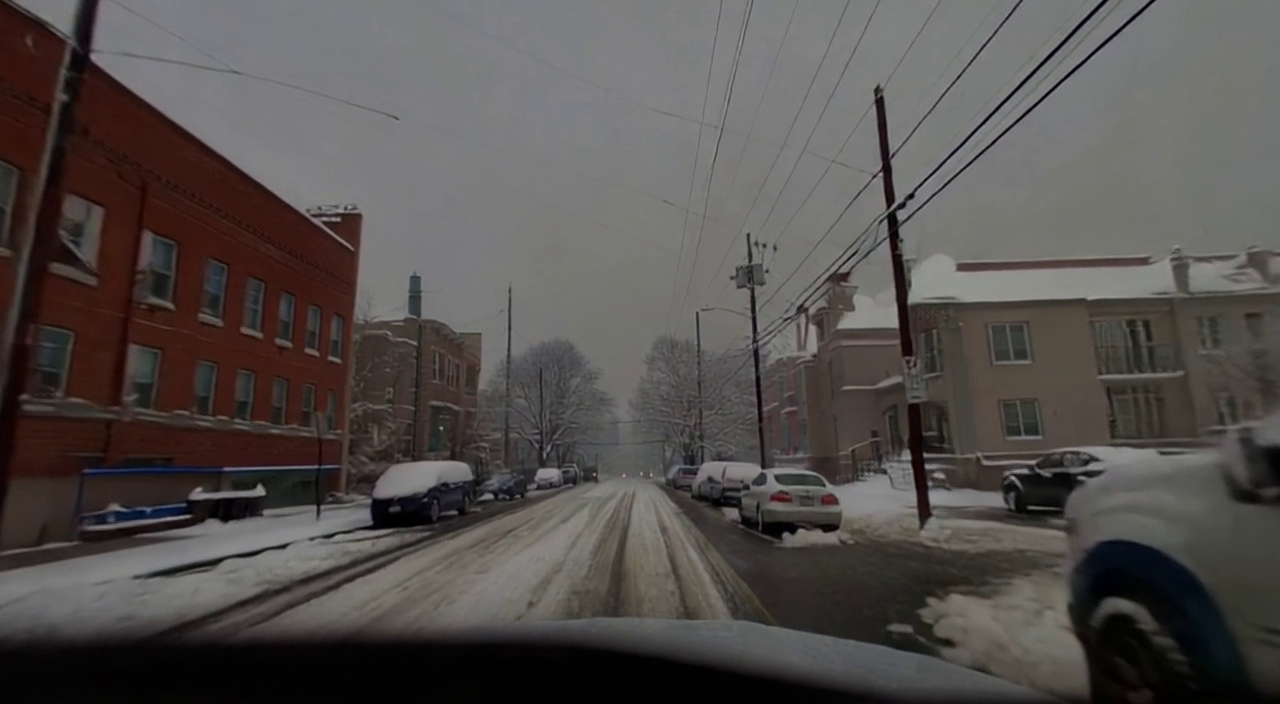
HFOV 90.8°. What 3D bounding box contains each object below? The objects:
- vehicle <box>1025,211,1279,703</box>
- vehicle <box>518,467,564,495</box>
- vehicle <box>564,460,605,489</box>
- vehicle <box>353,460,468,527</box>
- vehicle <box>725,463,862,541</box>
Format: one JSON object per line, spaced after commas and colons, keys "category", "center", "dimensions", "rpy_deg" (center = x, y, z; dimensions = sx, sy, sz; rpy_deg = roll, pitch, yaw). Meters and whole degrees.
{"category": "vehicle", "center": [3.165, 0.373, 0.148], "dimensions": [2.480, 2.230, 5.704], "rpy_deg": [0, -11, 0]}
{"category": "vehicle", "center": [-5.969, 7.627, 37.518], "dimensions": [1.994, 1.510, 4.802], "rpy_deg": [3, -11, -17]}
{"category": "vehicle", "center": [-3.784, 8.554, 44.136], "dimensions": [2.236, 1.834, 4.743], "rpy_deg": [-1, -11, 3]}
{"category": "vehicle", "center": [-6.839, 4.281, 19.510], "dimensions": [1.930, 1.756, 4.955], "rpy_deg": [0, -11, -3]}
{"category": "vehicle", "center": [3.268, 3.317, 14.446], "dimensions": [1.885, 1.464, 4.466], "rpy_deg": [0, -11, -1]}
